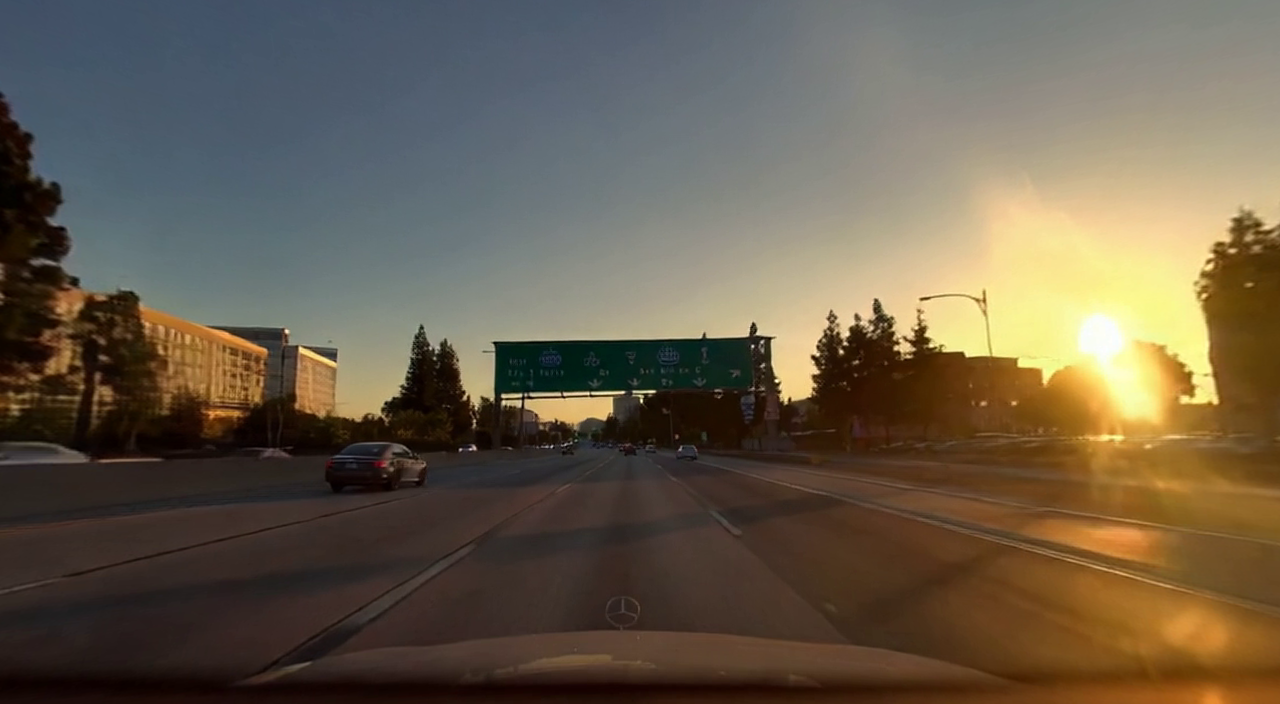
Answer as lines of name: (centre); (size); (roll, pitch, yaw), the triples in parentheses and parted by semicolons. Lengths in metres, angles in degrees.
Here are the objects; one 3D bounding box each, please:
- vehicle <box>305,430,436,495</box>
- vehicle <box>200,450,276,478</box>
vehicle: (-7.976, 3.301, 19.254); (2.089, 1.724, 4.327); (0, -8, -1)
vehicle: (-25.937, 7.204, 40.997); (1.871, 1.556, 4.664); (0, -8, -1)
